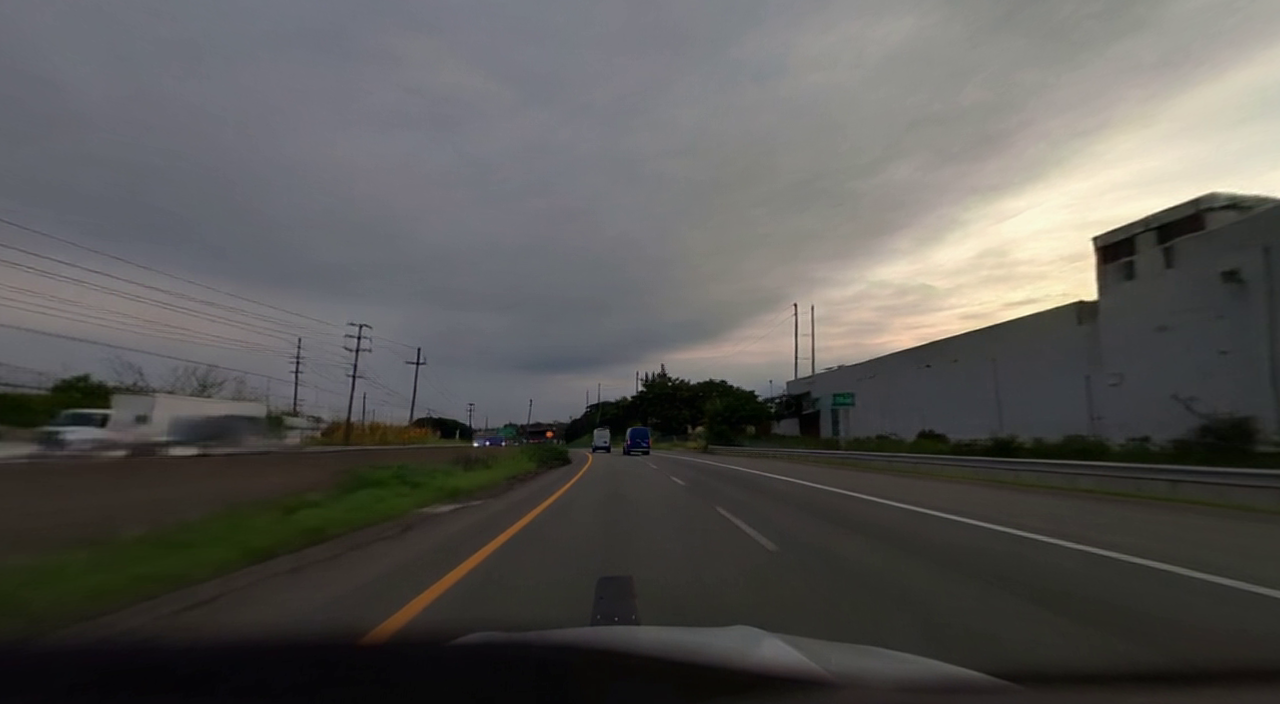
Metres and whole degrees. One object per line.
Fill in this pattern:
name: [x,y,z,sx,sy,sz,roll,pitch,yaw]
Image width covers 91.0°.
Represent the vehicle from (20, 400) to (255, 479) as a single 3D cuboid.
vehicle: [-11.508,2.074,14.946,2.009,1.574,4.419,0,-8,-2]
